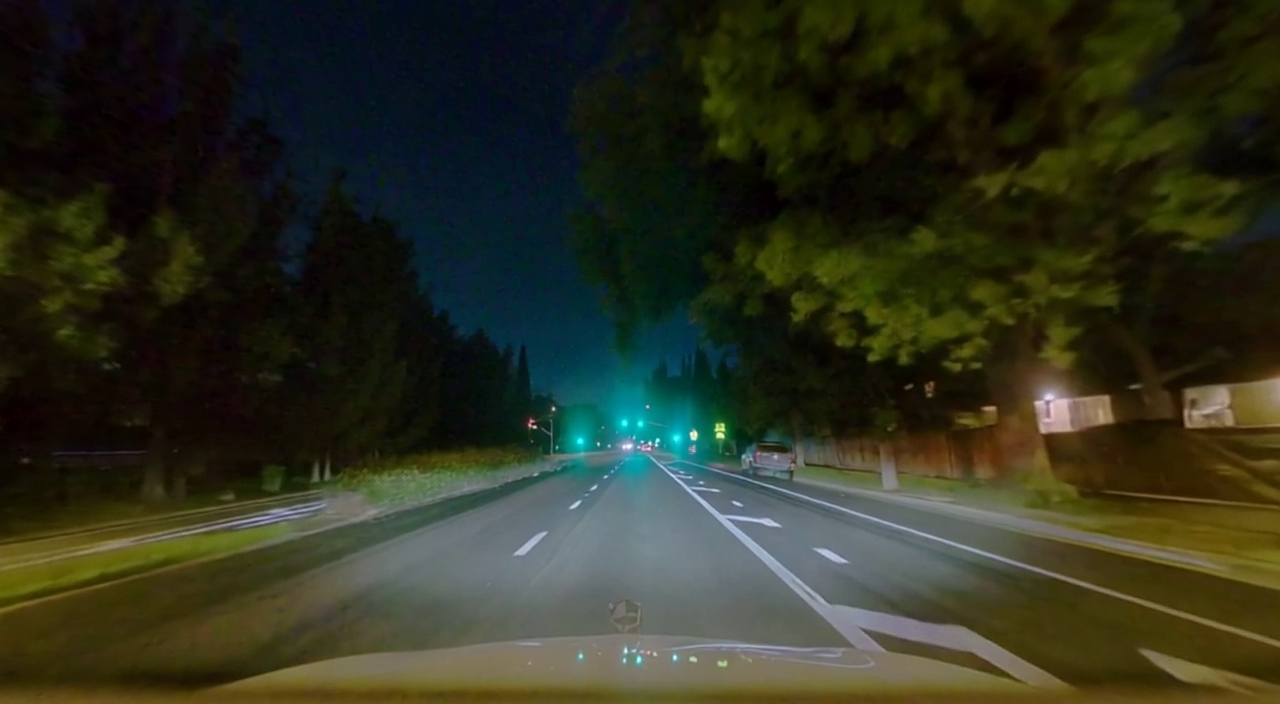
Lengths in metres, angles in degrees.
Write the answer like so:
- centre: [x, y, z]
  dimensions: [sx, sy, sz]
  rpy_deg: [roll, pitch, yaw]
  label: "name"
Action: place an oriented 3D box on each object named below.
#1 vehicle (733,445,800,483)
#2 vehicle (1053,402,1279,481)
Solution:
- centre: [5.313, 4.764, 27.153]
  dimensions: [1.984, 1.418, 4.709]
  rpy_deg: [2, -9, 1]
  label: "vehicle"
- centre: [15.245, 2.572, 18.115]
  dimensions: [5.136, 1.795, 2.244]
  rpy_deg: [-3, -9, -3]
  label: "vehicle"
